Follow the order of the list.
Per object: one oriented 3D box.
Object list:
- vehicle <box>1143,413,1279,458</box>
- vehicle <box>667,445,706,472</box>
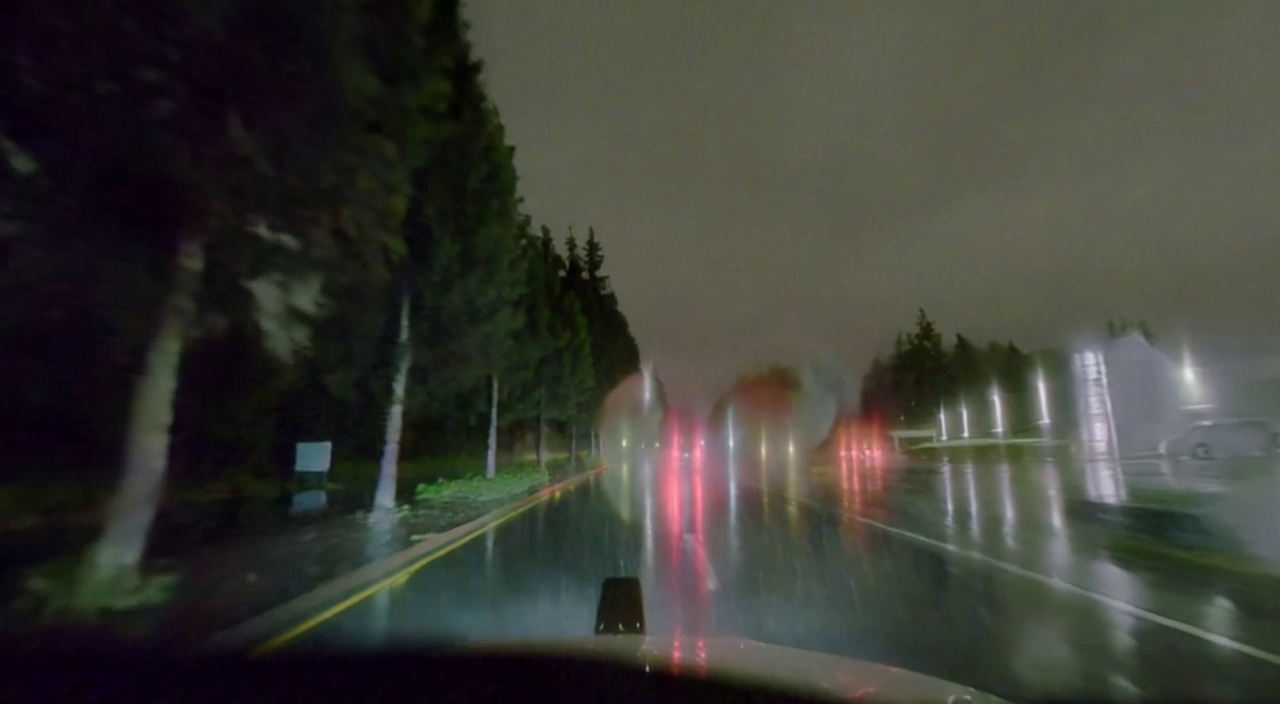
[{"bbox_3d":[28.345,4.107,30.884,5.465,2.116,2.004,0,-8,0],"label":"vehicle"},{"bbox_3d":[2.775,6.449,38.463,2.044,1.537,4.528,0,-8,0],"label":"vehicle"}]
